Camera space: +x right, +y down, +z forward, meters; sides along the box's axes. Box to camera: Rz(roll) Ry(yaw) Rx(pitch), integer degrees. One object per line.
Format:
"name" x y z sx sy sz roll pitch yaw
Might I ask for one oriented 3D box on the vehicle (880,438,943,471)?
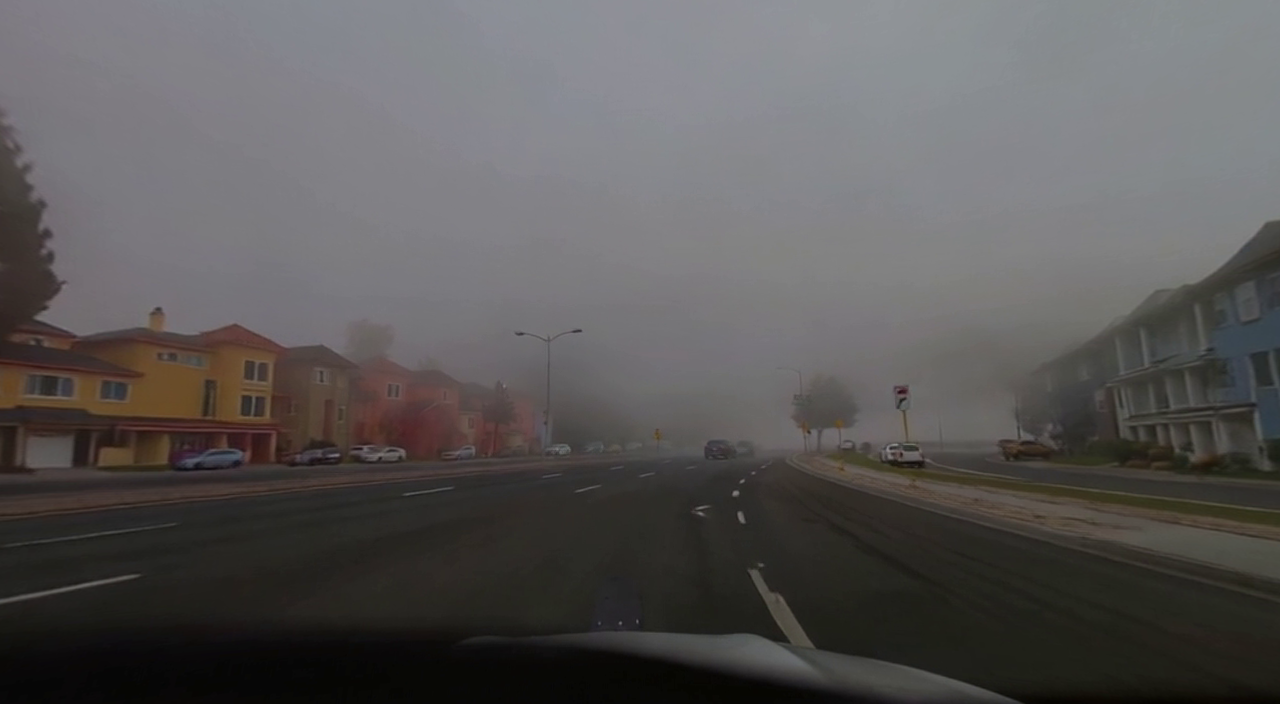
"vehicle" 14.936 5.745 35.035 1.988 1.487 4.479 -3 -13 8

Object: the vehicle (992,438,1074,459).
"vehicle" 29.274 7.207 47.215 4.669 1.517 1.993 -2 -9 10

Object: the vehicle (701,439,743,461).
"vehicle" 6.140 7.224 46.585 2.081 1.489 4.863 -3 -9 19

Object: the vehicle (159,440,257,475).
"vehicle" -26.294 6.508 38.682 1.958 1.708 4.611 -6 -14 16

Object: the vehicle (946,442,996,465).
"vehicle" 23.614 7.258 45.285 1.945 1.531 4.589 -2 -9 12
